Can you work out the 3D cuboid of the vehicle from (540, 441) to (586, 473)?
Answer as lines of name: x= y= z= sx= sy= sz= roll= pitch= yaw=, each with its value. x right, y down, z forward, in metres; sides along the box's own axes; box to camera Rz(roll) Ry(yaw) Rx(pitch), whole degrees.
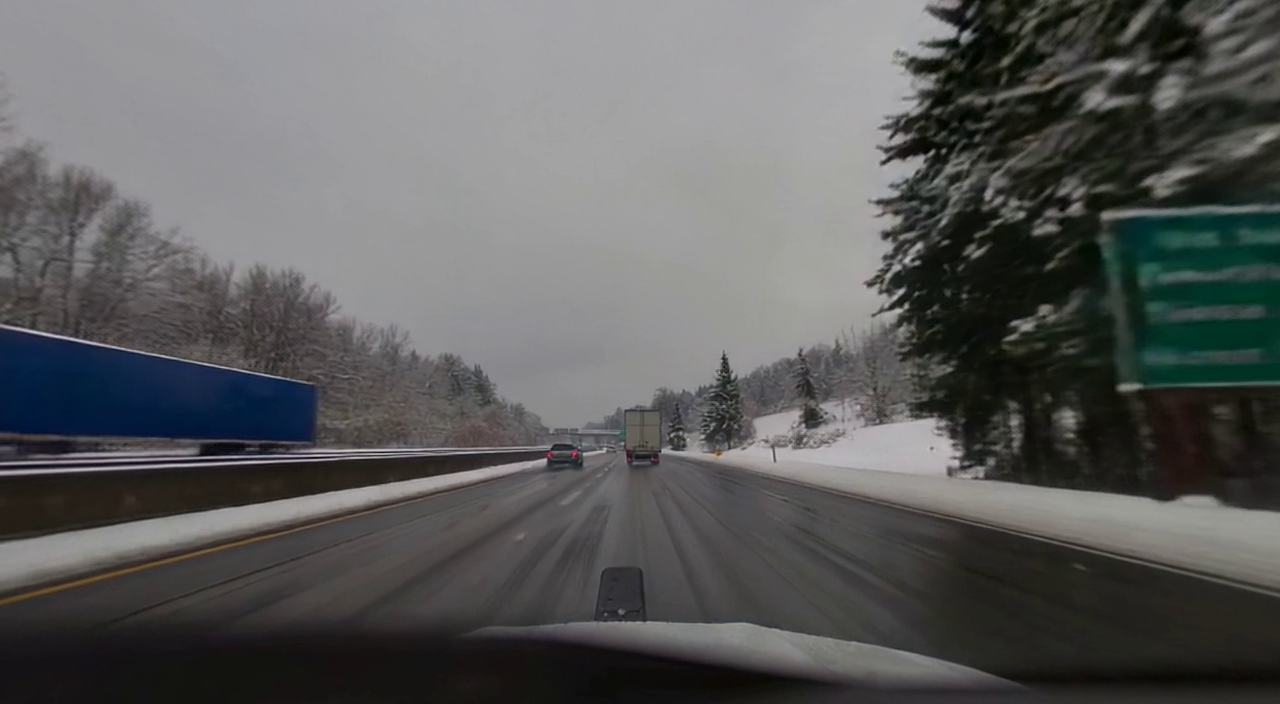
vehicle: x=-4.272 y=5.906 z=35.593 sx=2.079 sy=1.656 sz=3.965 roll=0 pitch=-9 yaw=0

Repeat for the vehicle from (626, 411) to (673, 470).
vehicle: x=0.482 y=6.194 z=43.674 sx=2.893 sy=3.628 sz=9.081 roll=0 pitch=-9 yaw=-2

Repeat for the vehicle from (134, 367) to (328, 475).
vehicle: x=-17.080 y=3.146 z=27.339 sx=2.846 sy=3.973 sz=8.051 roll=0 pitch=-9 yaw=0

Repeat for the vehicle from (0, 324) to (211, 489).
vehicle: x=-17.060 y=1.675 z=17.560 sx=2.929 sy=3.987 sz=10.111 roll=0 pitch=-9 yaw=0
